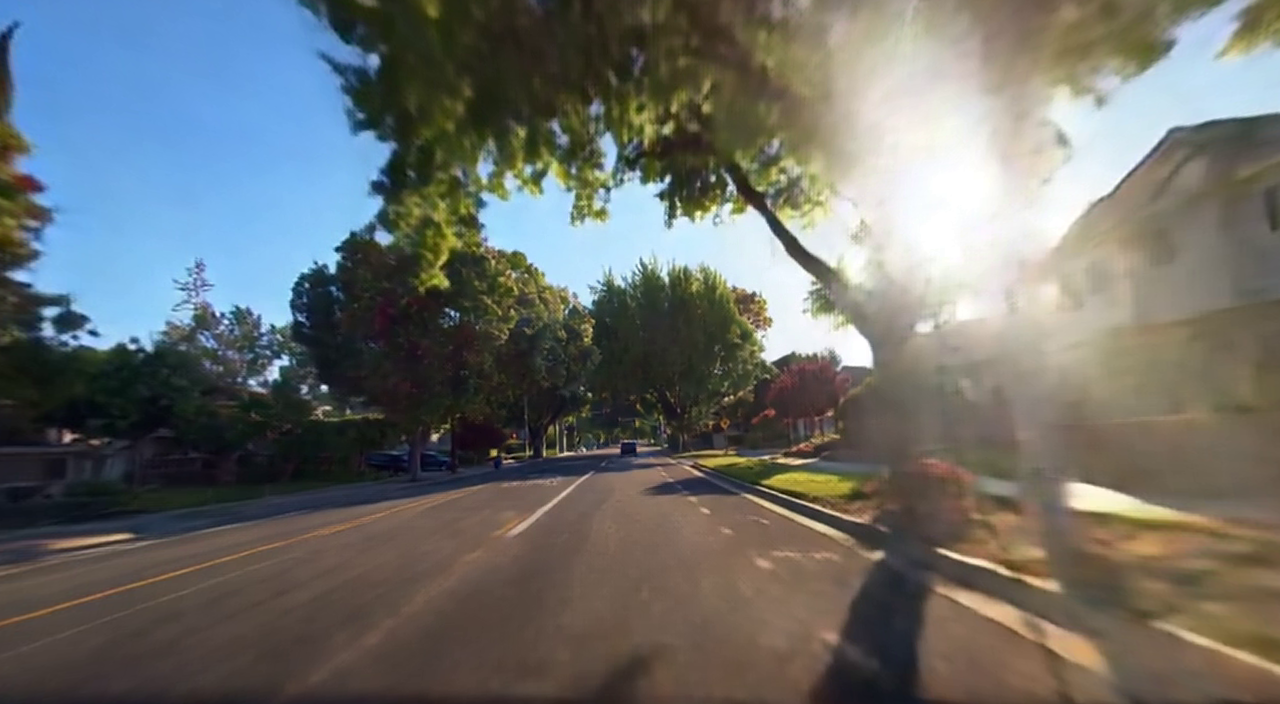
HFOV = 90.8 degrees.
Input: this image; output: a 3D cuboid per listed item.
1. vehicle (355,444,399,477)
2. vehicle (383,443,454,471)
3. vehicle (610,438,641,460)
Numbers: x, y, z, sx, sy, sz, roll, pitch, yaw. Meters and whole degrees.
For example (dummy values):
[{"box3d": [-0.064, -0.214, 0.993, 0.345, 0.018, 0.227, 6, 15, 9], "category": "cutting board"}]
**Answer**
[{"box3d": [-17.024, 6.957, 41.082, 2.378, 1.922, 5.801, 2, -8, -21], "category": "vehicle"}, {"box3d": [-16.395, 7.784, 46.886, 2.043, 1.803, 4.631, -11, -13, 36], "category": "vehicle"}, {"box3d": [-1.074, 6.972, 45.629, 2.104, 1.500, 3.815, 0, -8, -2], "category": "vehicle"}]
